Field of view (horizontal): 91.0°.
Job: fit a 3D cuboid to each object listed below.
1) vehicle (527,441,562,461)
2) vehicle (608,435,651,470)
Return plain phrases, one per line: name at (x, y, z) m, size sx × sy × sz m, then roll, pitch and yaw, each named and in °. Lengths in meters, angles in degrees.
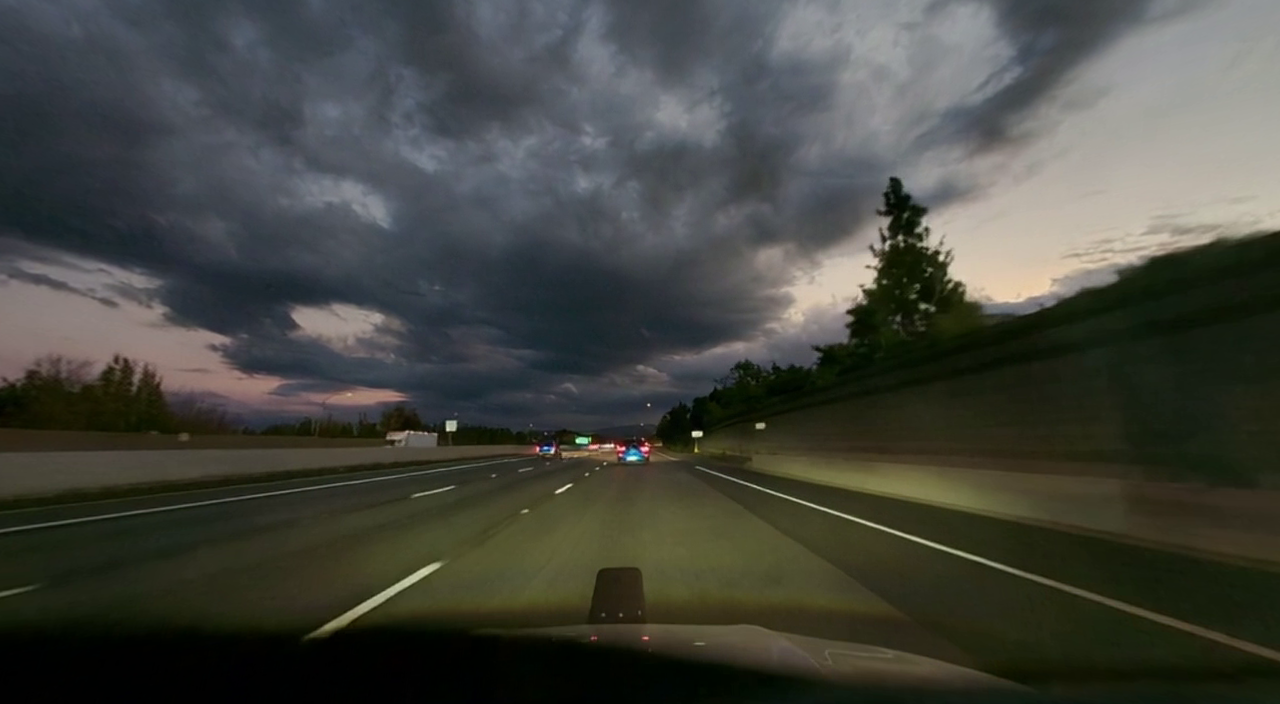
vehicle at (-7.470, 7.837, 49.876) m, size 2.019 × 1.523 × 4.396 m, roll 0°, pitch -8°, yaw 1°
vehicle at (-0.526, 5.412, 34.065) m, size 2.141 × 1.706 × 4.065 m, roll 0°, pitch -8°, yaw 0°
